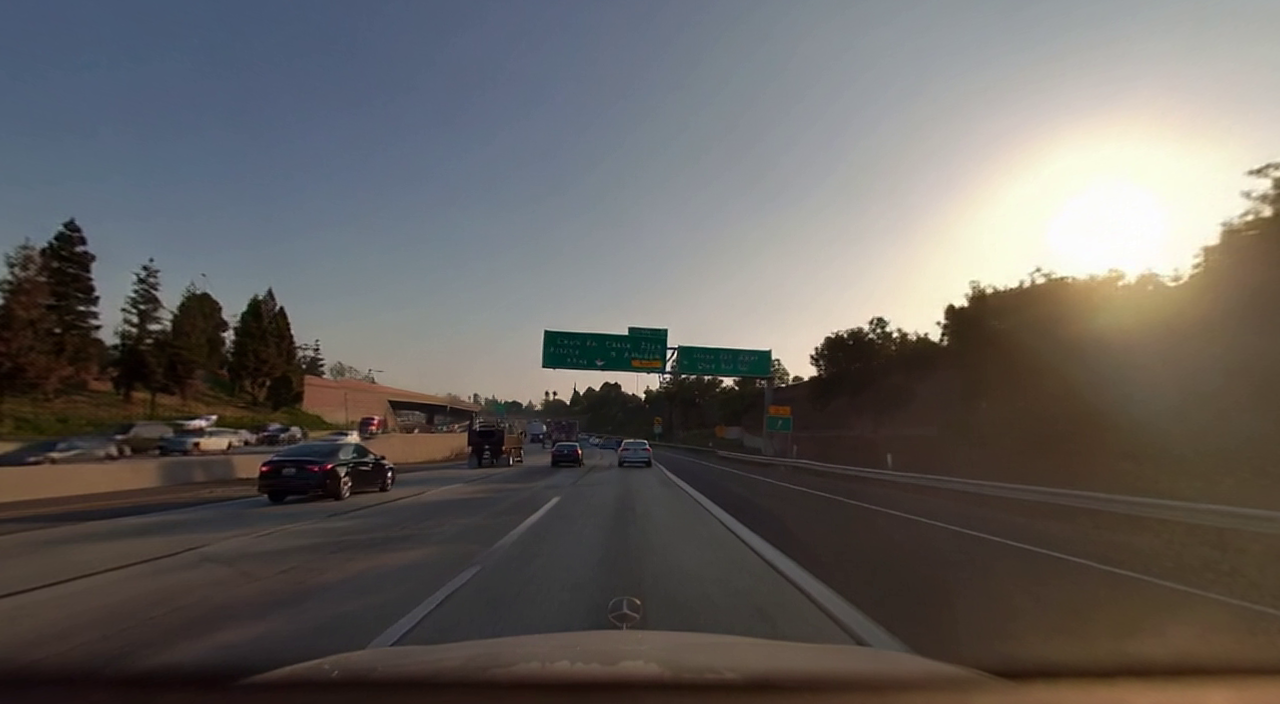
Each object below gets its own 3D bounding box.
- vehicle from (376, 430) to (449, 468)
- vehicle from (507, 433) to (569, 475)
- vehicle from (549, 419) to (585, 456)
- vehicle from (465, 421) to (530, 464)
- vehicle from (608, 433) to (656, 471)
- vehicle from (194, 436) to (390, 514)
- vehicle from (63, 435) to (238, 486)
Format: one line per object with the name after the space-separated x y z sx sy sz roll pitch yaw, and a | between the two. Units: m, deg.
-11.948 5.140 33.546 2.079 1.807 5.187 0 -8 -2 | vehicle
-4.257 4.338 27.061 2.005 1.631 4.295 0 -8 -1 | vehicle
-5.539 6.602 48.389 2.279 2.672 5.256 0 -8 -2 | vehicle
-8.604 5.578 38.820 2.773 2.402 6.232 0 -8 -2 | vehicle
-0.432 4.671 29.669 2.092 1.671 3.772 0 -8 -2 | vehicle
-7.510 2.678 14.253 1.896 1.465 4.399 0 -8 0 | vehicle
-15.646 3.483 20.594 2.064 1.461 4.657 0 -8 -2 | vehicle
